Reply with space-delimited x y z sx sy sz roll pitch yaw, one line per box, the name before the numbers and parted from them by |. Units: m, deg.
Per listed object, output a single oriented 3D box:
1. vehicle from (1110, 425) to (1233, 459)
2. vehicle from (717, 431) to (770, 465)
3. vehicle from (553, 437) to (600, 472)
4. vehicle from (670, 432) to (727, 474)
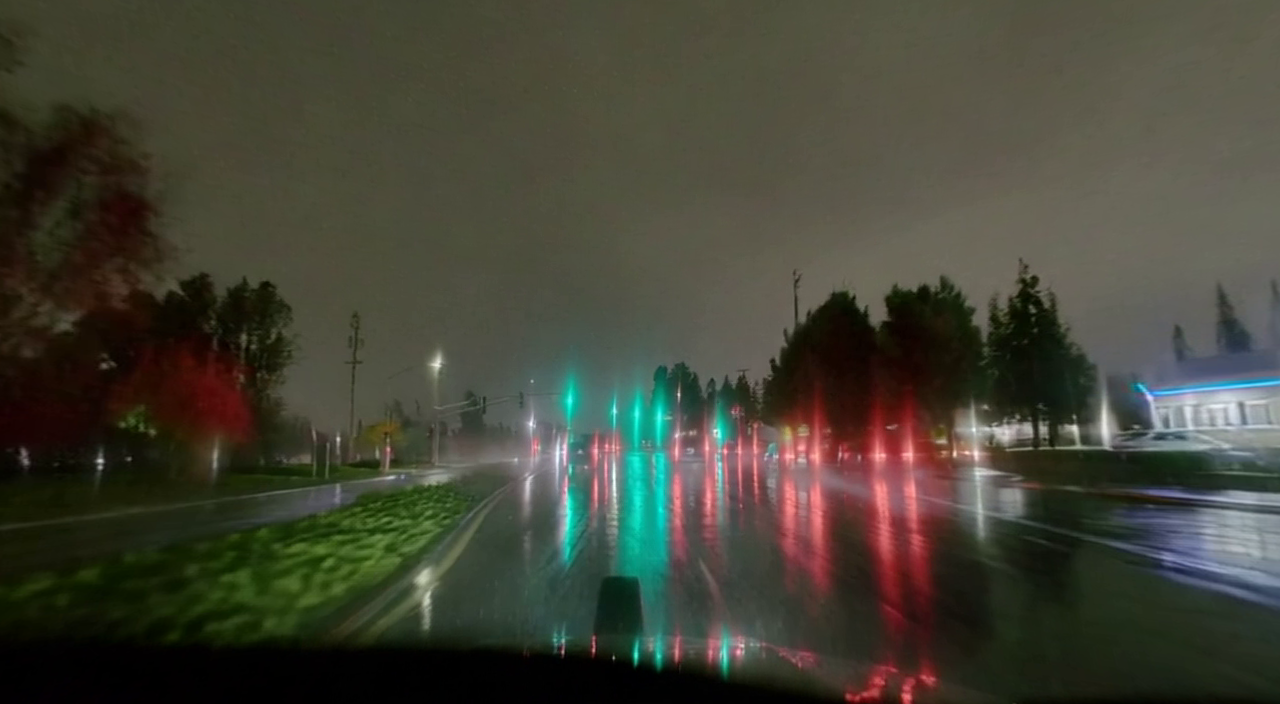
vehicle | 24.289 4.163 29.133 1.805 1.460 4.326 0 -8 -2
vehicle | 6.958 6.516 43.043 2.510 2.176 5.527 0 -8 -2
vehicle | -3.459 5.675 35.284 2.261 1.820 4.255 0 -8 -1
vehicle | 2.693 4.784 30.105 2.140 1.800 4.660 0 -8 -1
